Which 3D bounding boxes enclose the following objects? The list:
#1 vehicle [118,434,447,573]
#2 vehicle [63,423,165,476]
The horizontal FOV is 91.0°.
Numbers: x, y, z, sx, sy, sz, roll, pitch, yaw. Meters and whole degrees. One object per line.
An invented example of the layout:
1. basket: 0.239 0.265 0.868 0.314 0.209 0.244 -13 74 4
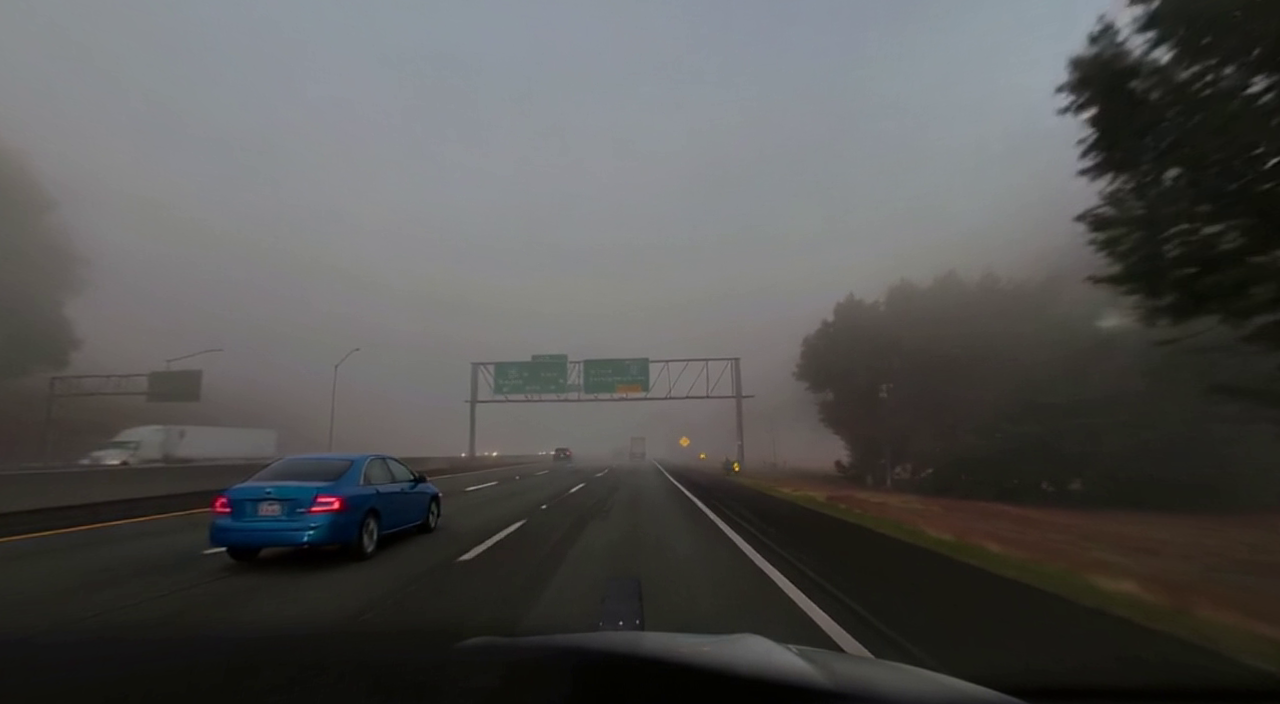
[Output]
1. vehicle: -4.606 2.000 9.166 2.104 1.501 4.459 0 -9 1
2. vehicle: -40.683 7.579 48.999 2.871 3.889 5.491 0 -9 0
